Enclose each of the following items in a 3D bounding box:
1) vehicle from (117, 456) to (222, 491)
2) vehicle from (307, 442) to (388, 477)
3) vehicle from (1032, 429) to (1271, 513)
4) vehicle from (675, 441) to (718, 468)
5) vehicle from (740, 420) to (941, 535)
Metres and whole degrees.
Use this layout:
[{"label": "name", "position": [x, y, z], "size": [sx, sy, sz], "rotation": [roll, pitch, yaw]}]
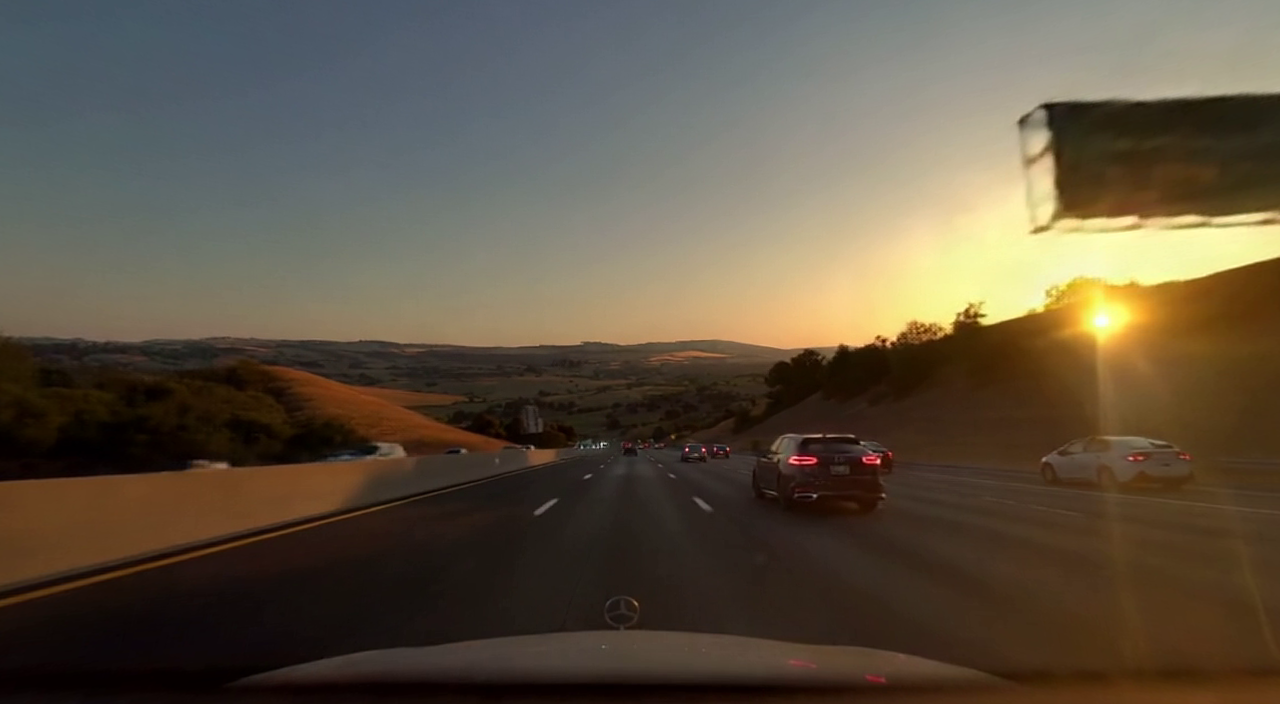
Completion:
[{"label": "vehicle", "position": [-22.283, 5.744, 30.139], "size": [1.802, 1.429, 4.151], "rotation": [0, -8, 0]}, {"label": "vehicle", "position": [-14.734, 5.418, 32.150], "size": [2.162, 1.570, 4.045], "rotation": [0, -8, 0]}, {"label": "vehicle", "position": [10.958, 2.549, 14.024], "size": [1.844, 1.560, 4.085], "rotation": [0, -8, 0]}, {"label": "vehicle", "position": [3.267, 6.018, 37.360], "size": [2.038, 1.477, 4.313], "rotation": [0, -8, -1]}, {"label": "vehicle", "position": [3.204, 2.112, 11.280], "size": [1.977, 1.601, 4.598], "rotation": [0, -8, -1]}]
